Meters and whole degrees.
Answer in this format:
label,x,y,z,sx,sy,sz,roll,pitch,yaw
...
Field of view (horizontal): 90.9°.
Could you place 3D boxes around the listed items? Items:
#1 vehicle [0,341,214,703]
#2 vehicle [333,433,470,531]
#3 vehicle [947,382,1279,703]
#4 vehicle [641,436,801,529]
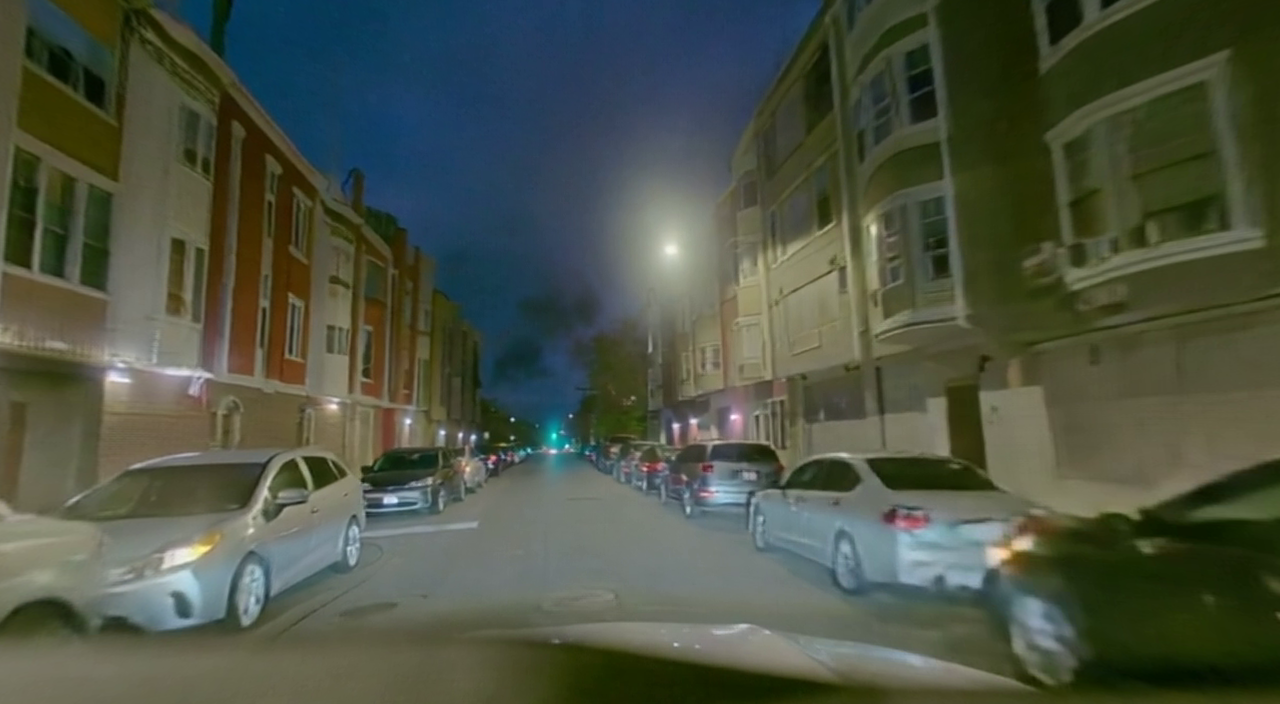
label,x,y,z,sx,sy,sz,roll,pitch,yaw
vehicle,-3.435,0.755,1.646,2.100,1.769,4.544,0,-8,-10
vehicle,-5.360,2.872,14.804,2.081,1.679,4.506,-2,-5,-9
vehicle,3.313,0.913,1.813,2.025,1.631,4.679,3,-8,-8
vehicle,1.454,2.582,13.366,1.968,1.595,4.543,2,-8,-11
